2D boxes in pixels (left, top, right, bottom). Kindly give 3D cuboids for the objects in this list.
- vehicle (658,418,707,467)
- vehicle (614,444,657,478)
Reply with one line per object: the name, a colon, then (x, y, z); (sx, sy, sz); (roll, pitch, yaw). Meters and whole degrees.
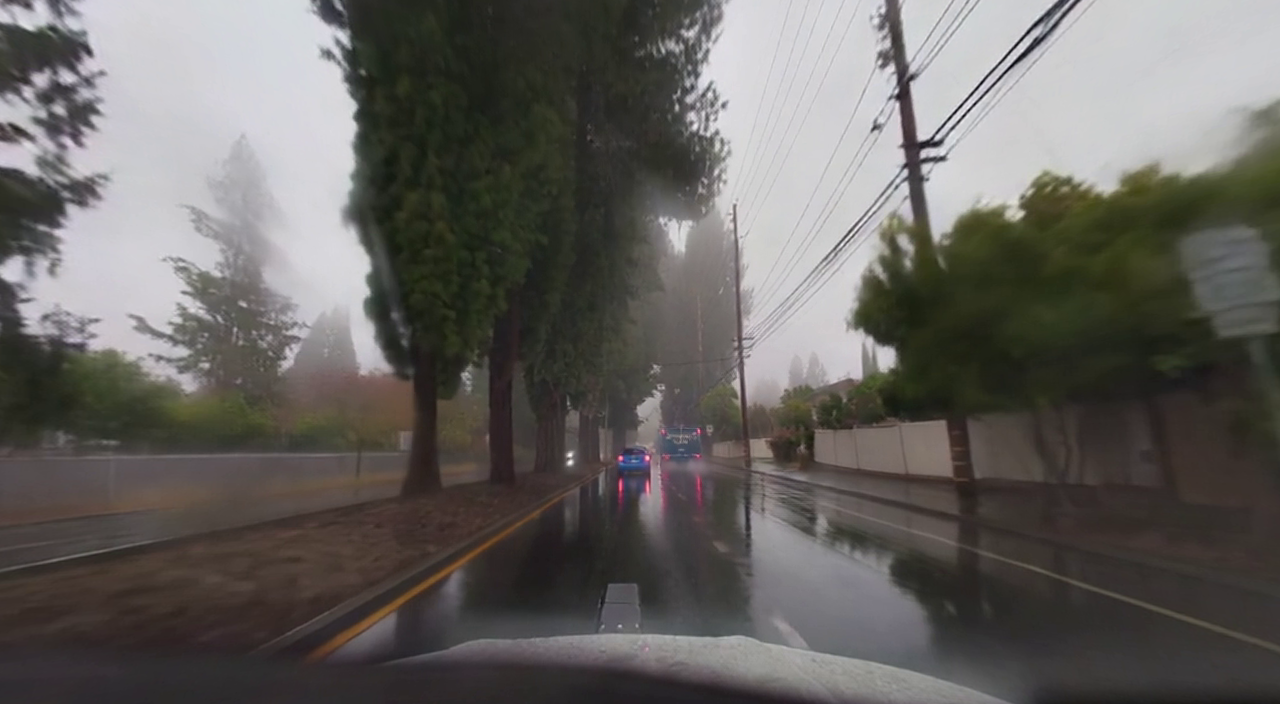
vehicle: (3.022, 7.039, 48.894); (2.789, 3.285, 12.428); (0, -8, -1)
vehicle: (-0.197, 5.346, 31.267); (2.018, 1.511, 3.993); (0, -8, 0)
